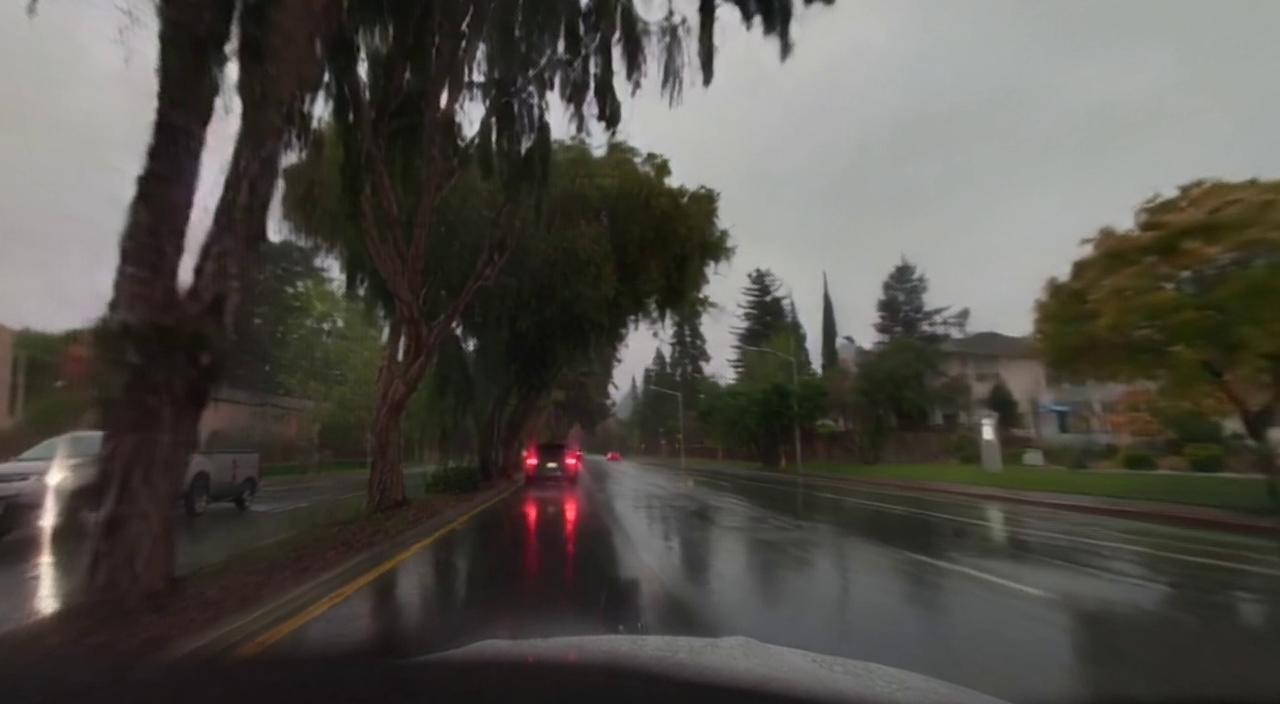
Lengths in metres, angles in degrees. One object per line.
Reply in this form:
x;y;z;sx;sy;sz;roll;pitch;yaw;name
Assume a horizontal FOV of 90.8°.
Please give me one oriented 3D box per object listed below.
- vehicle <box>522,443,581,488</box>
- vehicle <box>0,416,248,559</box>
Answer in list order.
-3.410;4.427;25.052;2.093;1.591;4.247;1;-9;-5;vehicle
-9.995;2.379;11.896;2.386;2.101;4.923;1;-9;-6;vehicle
